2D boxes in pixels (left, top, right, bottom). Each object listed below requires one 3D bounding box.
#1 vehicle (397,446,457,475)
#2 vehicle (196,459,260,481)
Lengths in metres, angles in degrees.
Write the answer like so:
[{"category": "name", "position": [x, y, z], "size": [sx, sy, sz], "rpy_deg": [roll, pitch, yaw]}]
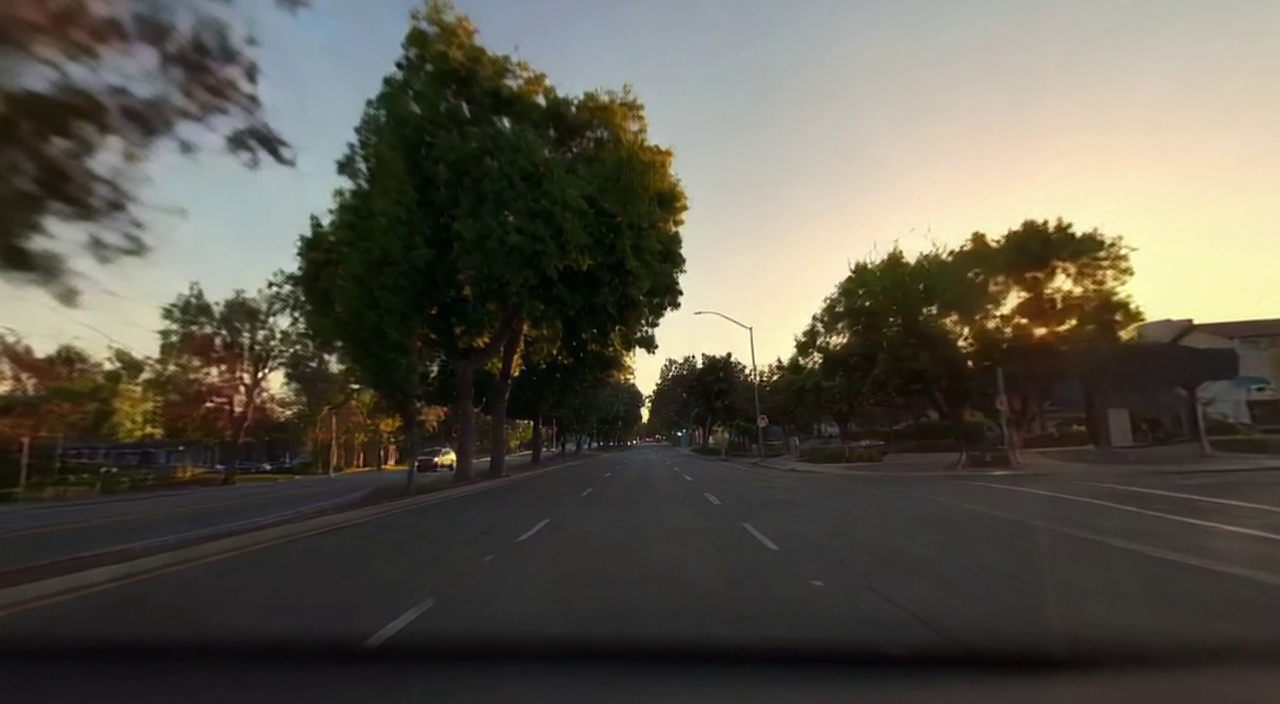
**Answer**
[{"category": "vehicle", "position": [-12.119, 6.181, 36.194], "size": [1.882, 1.541, 4.280], "rpy_deg": [0, -8, 1]}, {"category": "vehicle", "position": [-31.698, 9.079, 48.672], "size": [1.876, 1.470, 4.706], "rpy_deg": [0, -8, -2]}]
